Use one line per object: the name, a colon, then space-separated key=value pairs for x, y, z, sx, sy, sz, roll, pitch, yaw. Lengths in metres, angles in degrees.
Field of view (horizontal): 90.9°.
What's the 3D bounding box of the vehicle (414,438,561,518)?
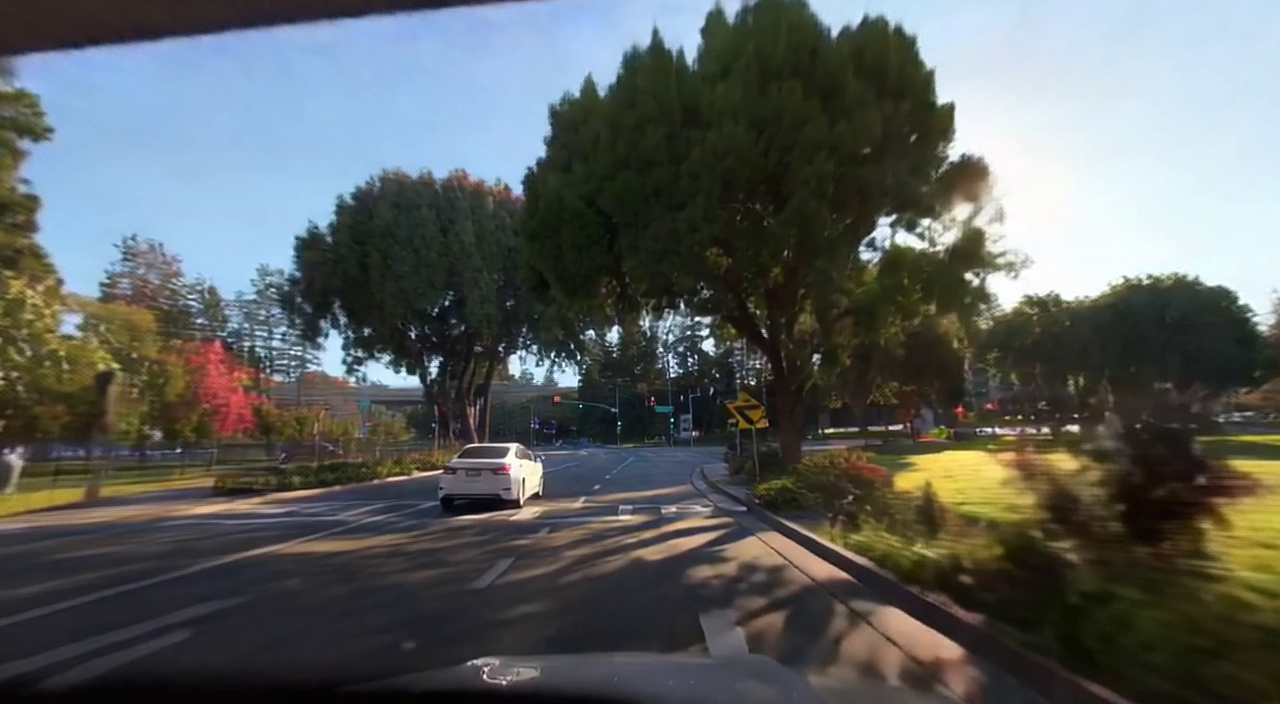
vehicle: x=-3.106 y=2.686 z=13.960 sx=1.963 sy=1.460 sz=4.614 roll=-1 pitch=-9 yaw=2
